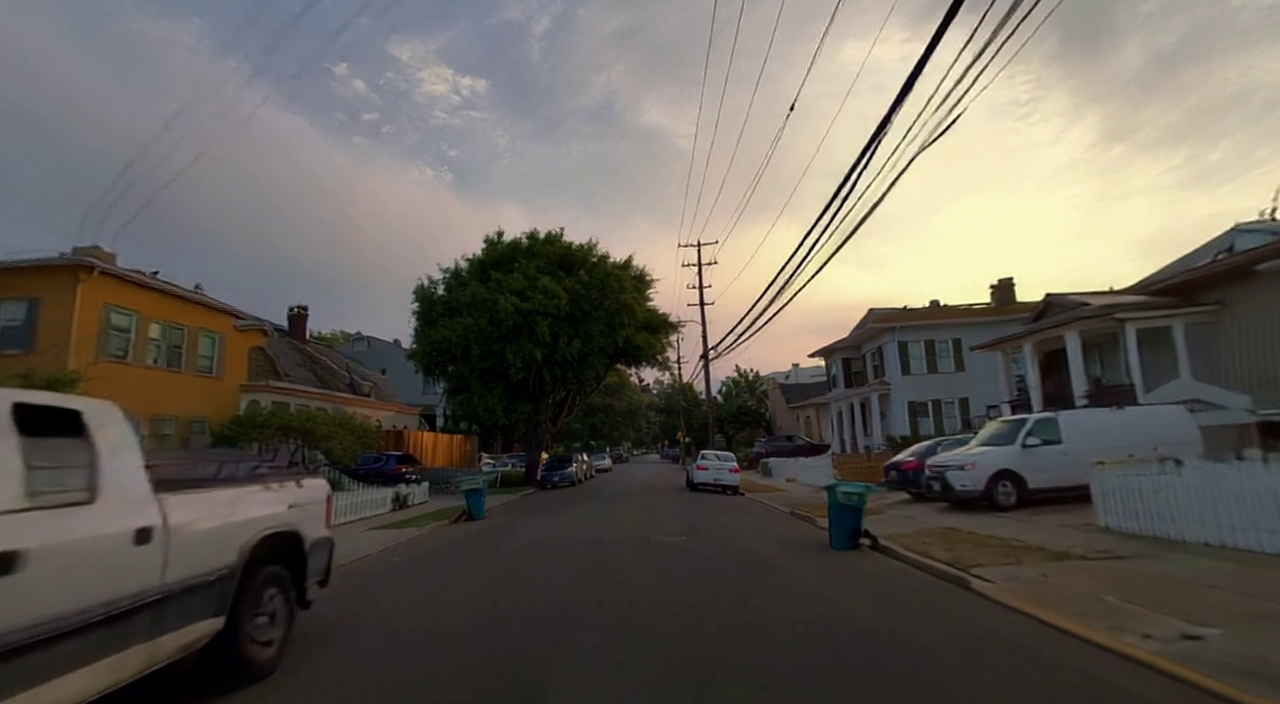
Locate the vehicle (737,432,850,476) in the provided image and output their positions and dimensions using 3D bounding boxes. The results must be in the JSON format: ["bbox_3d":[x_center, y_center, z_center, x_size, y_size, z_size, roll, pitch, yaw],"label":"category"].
[{"bbox_3d":[7.911,5.308,33.020,5.274,2.170,2.205,0,-8,-2],"label":"vehicle"}]

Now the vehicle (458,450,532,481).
[{"bbox_3d":[-9.168,7.173,40.132,4.088,1.779,2.109,0,-6,3],"label":"vehicle"}]

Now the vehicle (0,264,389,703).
[{"bbox_3d":[-3.518,0.847,2.825,2.399,2.085,5.589,-3,-8,2],"label":"vehicle"}]

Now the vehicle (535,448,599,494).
[{"bbox_3d":[-3.408,5.615,30.307,2.204,1.655,4.813,-8,-8,0],"label":"vehicle"}]

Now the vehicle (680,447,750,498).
[{"bbox_3d":[2.662,4.371,23.436,2.043,1.631,4.613,0,-8,0],"label":"vehicle"}]

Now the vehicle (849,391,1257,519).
[{"bbox_3d":[7.235,1.855,11.682,5.974,2.066,2.152,0,-7,1],"label":"vehicle"}]
